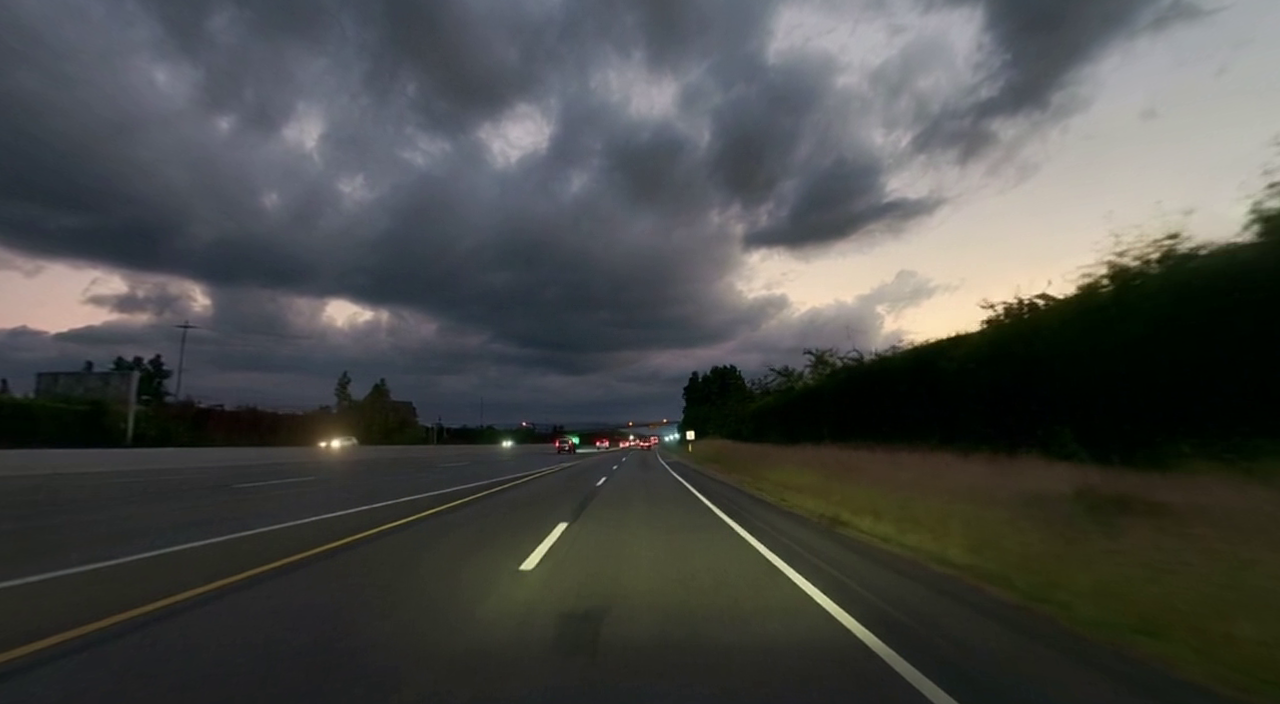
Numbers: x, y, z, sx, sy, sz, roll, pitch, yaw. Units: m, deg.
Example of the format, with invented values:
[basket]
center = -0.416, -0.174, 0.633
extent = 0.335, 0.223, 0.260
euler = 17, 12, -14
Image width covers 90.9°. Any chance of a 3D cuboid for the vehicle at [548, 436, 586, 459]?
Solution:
[vehicle]
center = -5.356, 7.059, 46.777
extent = 2.141, 1.612, 3.998
euler = 0, -8, 3
